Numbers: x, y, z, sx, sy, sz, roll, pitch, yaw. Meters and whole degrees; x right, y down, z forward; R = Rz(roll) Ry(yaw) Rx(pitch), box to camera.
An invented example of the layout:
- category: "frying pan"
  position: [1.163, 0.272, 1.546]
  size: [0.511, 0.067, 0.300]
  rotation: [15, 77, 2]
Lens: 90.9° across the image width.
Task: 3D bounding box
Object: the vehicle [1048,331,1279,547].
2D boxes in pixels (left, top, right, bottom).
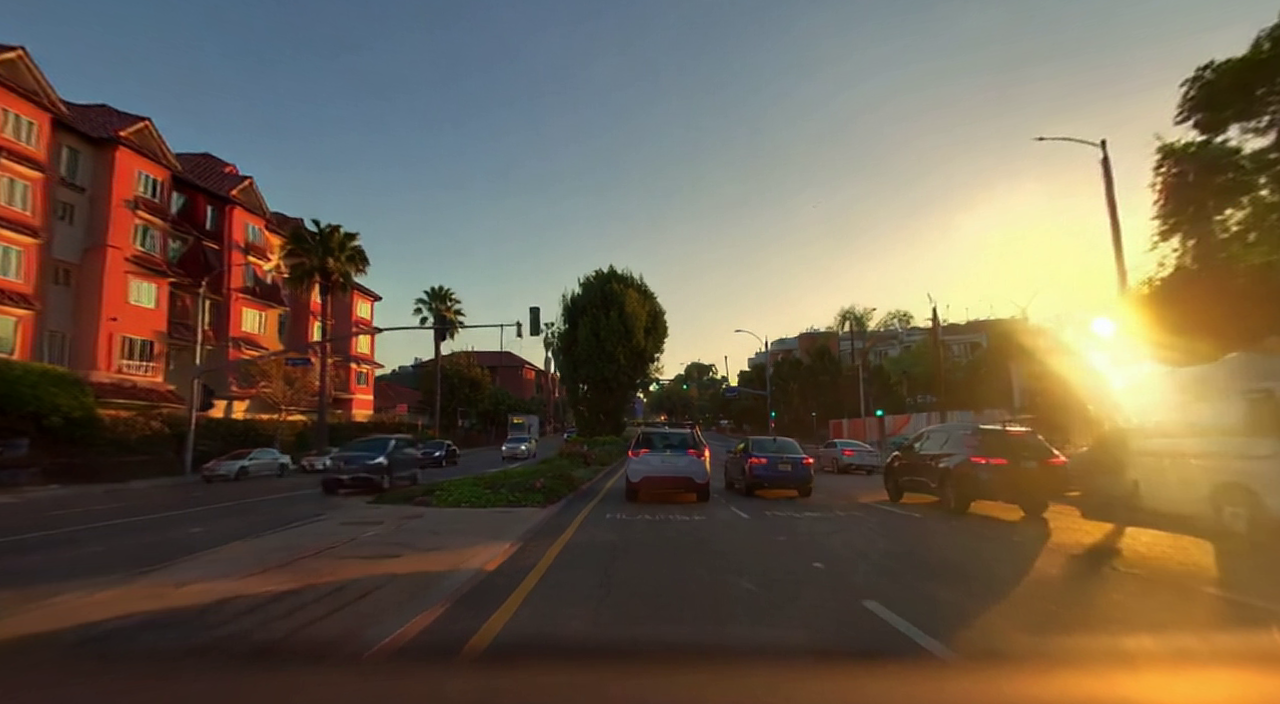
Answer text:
- category: "vehicle"
  position: [10.351, 1.344, 10.895]
  size: [2.663, 3.061, 5.602]
  rotation: [-2, -4, -1]

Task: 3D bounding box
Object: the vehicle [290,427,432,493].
- category: "vehicle"
  position: [-8.195, 3.211, 19.105]
  size: [2.050, 1.725, 4.677]
  rotation: [-1, -8, 2]

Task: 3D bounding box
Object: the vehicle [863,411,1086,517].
- category: "vehicle"
  position: [7.246, 2.492, 14.582]
  size: [2.215, 1.973, 5.323]
  rotation: [0, -8, 0]

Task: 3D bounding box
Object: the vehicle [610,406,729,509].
- category: "vehicle"
  position: [0.639, 2.610, 16.019]
  size: [2.487, 2.115, 5.444]
  rotation: [0, -8, 1]

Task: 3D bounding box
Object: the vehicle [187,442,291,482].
- category: "vehicle"
  position: [-18.851, 5.159, 29.936]
  size: [1.972, 1.694, 4.466]
  rotation: [-1, -8, 1]

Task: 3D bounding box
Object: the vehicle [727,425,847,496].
- category: "vehicle"
  position: [4.008, 3.071, 18.227]
  size: [2.283, 1.738, 4.916]
  rotation: [0, -8, 0]

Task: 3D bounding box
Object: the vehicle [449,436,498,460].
- category: "vehicle"
  position: [-11.043, 6.420, 42.146]
  size: [2.011, 1.520, 3.902]
  rotation: [-1, -8, 3]

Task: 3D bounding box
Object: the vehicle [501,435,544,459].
- category: "vehicle"
  position: [-7.828, 6.371, 42.327]
  size: [1.937, 1.530, 4.107]
  rotation: [-1, -8, 3]
